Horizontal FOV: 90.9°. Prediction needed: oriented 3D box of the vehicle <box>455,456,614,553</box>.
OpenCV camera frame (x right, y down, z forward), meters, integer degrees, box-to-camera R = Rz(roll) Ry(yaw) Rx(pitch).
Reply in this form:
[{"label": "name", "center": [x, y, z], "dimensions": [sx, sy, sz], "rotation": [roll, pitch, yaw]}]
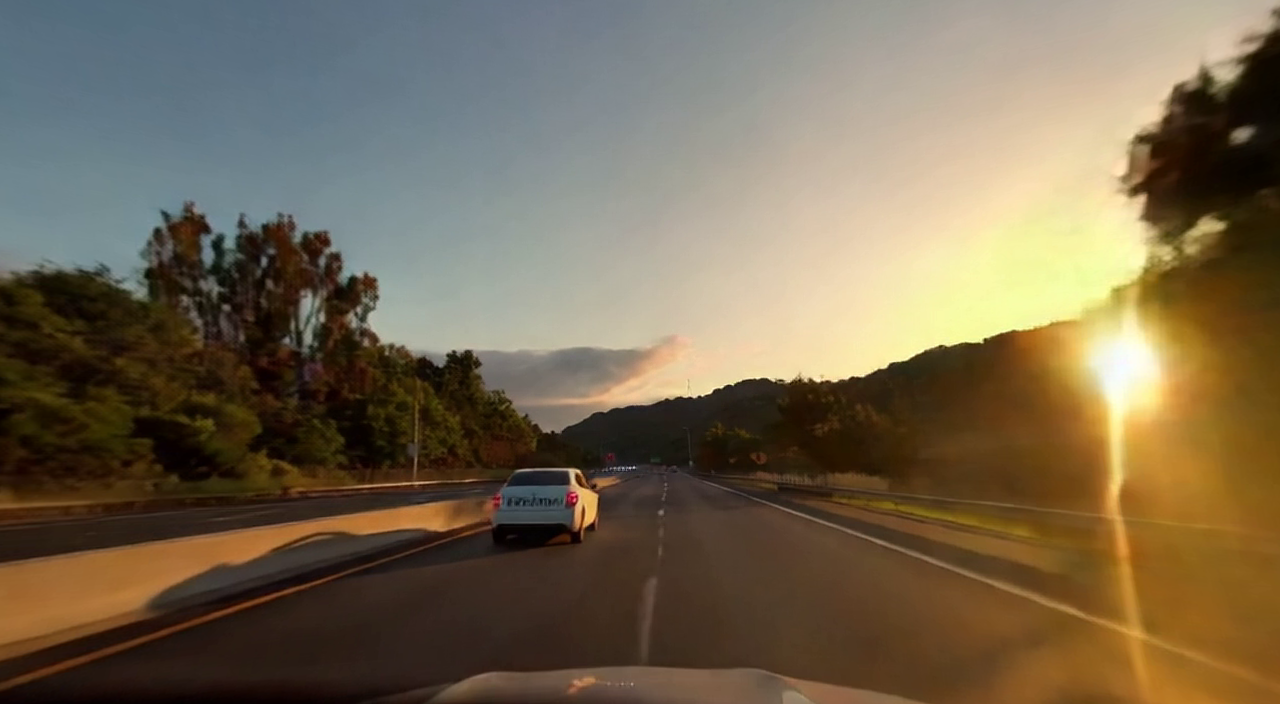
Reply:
[{"label": "vehicle", "center": [-1.805, 2.933, 12.746], "dimensions": [2.135, 1.506, 5.041], "rotation": [0, -11, 3]}]
